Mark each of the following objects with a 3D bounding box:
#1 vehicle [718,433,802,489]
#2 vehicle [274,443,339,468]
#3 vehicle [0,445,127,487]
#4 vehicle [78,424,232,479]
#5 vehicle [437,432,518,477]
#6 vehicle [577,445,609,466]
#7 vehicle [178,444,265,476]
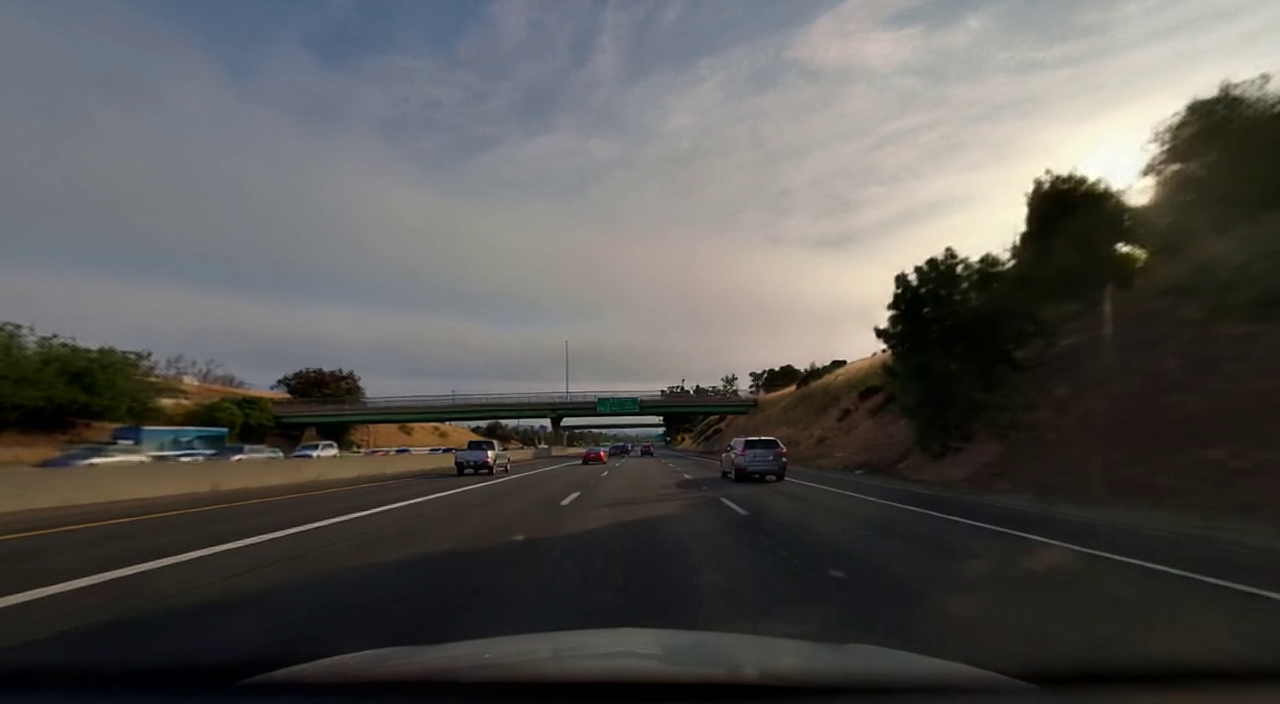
[{"bbox_3d":[4.012,3.721,21.842,1.990,1.735,4.276,0,-9,-1],"label":"vehicle"},{"bbox_3d":[-25.206,7.854,47.843,2.090,1.746,5.035,0,-9,0],"label":"vehicle"},{"bbox_3d":[-25.418,4.891,27.456,1.980,1.634,4.800,0,-9,0],"label":"vehicle"},{"bbox_3d":[-33.044,6.863,43.637,2.868,3.365,9.661,0,-9,0],"label":"vehicle"},{"bbox_3d":[-7.711,4.958,30.563,2.341,1.959,5.684,0,-9,1],"label":"vehicle"},{"bbox_3d":[-3.523,7.908,48.290,2.067,1.528,4.551,0,-9,1],"label":"vehicle"},{"bbox_3d":[-25.458,6.568,38.539,2.032,1.772,4.753,0,-9,0],"label":"vehicle"}]
